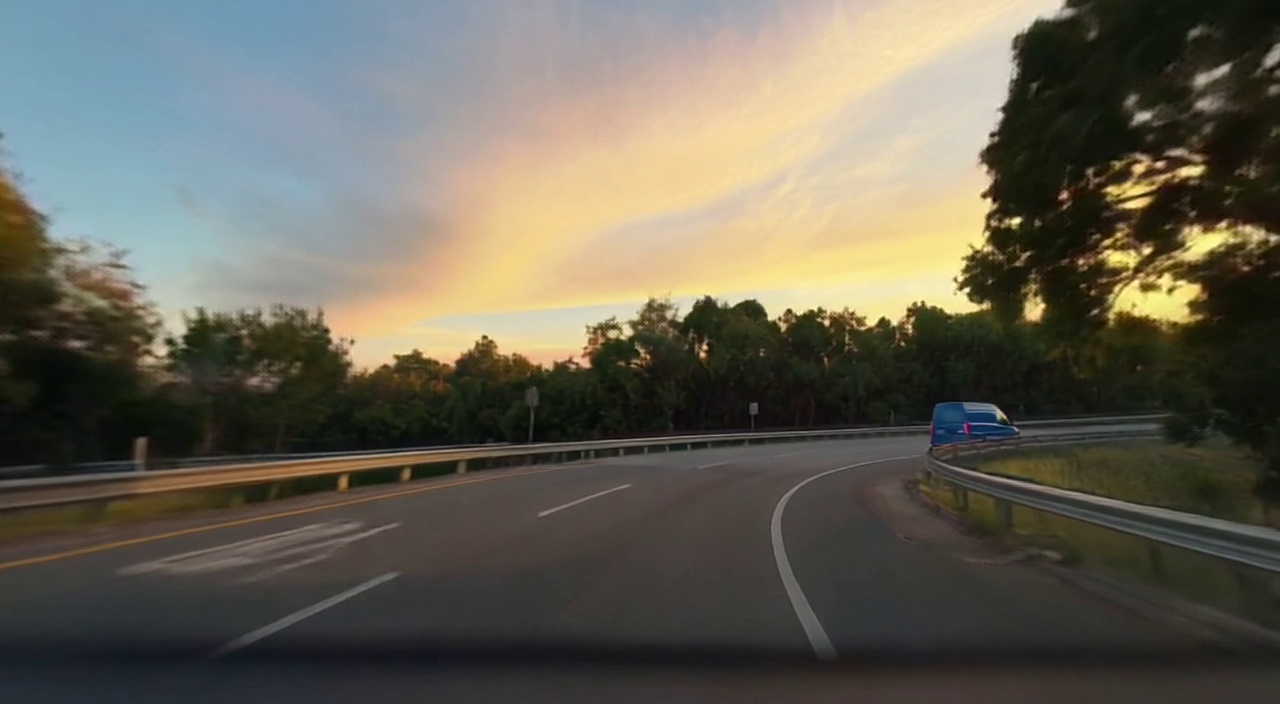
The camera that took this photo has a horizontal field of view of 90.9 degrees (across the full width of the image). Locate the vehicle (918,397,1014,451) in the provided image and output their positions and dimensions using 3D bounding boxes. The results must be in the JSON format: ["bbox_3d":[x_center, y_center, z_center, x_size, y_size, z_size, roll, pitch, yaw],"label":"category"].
[{"bbox_3d":[17.008,3.788,32.770,5.330,2.577,2.352,6,-10,-39],"label":"vehicle"}]
